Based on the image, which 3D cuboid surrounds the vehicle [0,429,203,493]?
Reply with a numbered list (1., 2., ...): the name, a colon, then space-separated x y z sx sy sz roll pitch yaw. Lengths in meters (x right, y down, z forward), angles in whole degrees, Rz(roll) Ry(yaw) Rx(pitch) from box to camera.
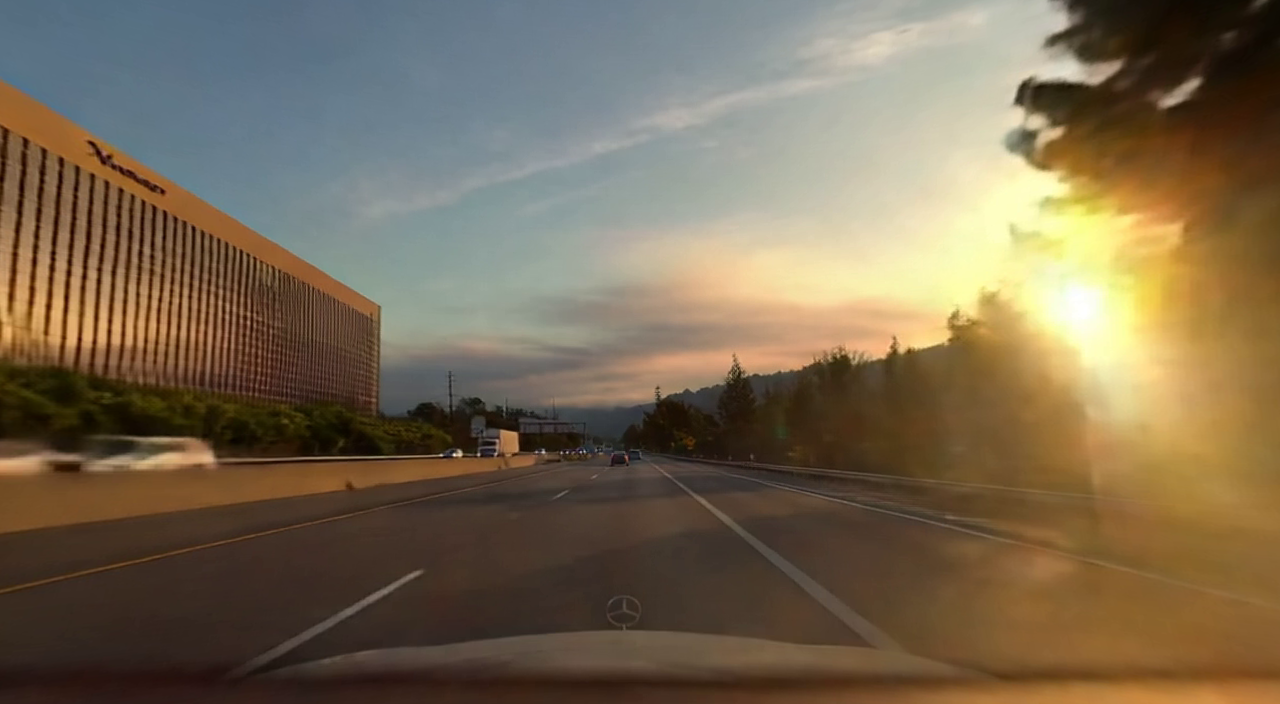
1. vehicle: -14.439 2.936 17.135 1.870 1.489 4.417 0 -9 1
